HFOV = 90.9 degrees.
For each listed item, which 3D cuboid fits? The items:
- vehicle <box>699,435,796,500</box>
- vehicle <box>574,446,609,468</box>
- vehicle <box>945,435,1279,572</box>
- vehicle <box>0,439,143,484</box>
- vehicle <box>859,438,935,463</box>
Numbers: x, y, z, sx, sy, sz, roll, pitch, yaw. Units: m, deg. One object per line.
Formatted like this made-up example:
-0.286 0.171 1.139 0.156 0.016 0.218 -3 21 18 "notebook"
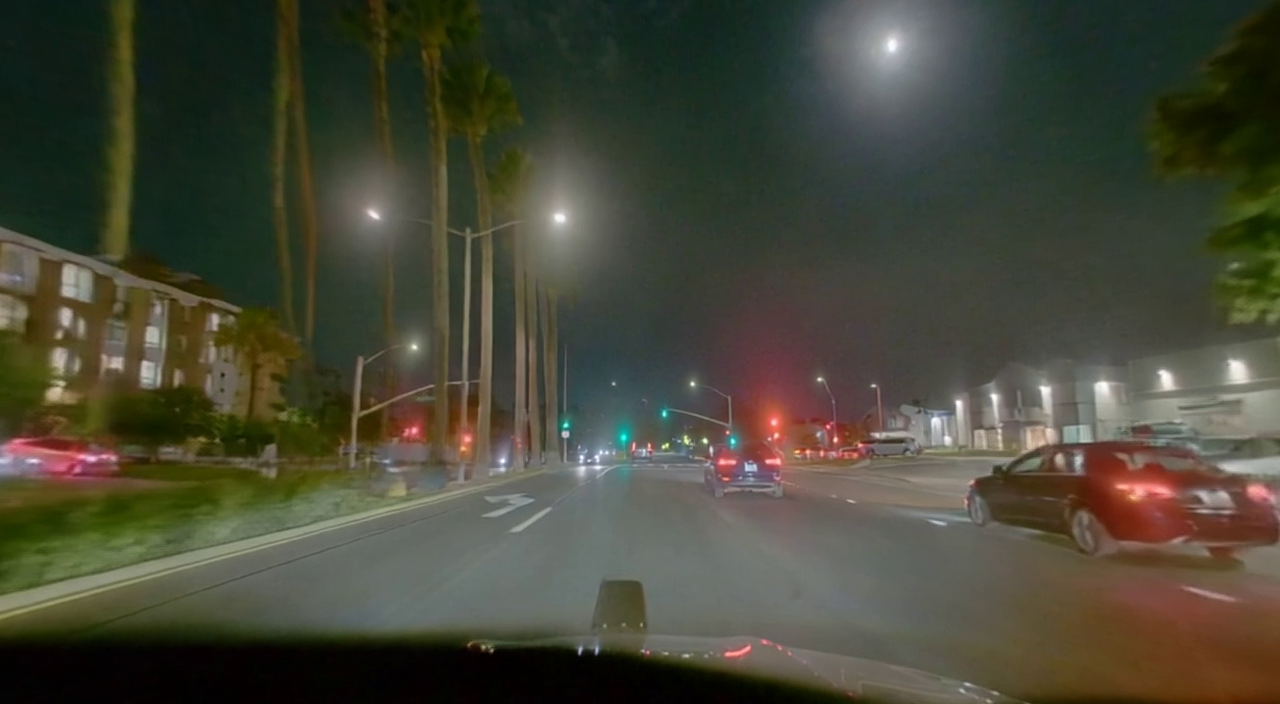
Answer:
2.944 3.270 18.219 2.009 1.639 4.267 0 -9 0 "vehicle"
-3.471 7.559 45.564 2.037 1.472 4.152 0 -9 3 "vehicle"
6.556 1.998 9.189 1.890 1.471 4.566 0 -9 0 "vehicle"
-25.941 4.982 28.921 2.070 1.856 5.069 0 -9 0 "vehicle"
19.898 7.655 48.952 4.999 1.833 2.114 0 -8 -1 "vehicle"
